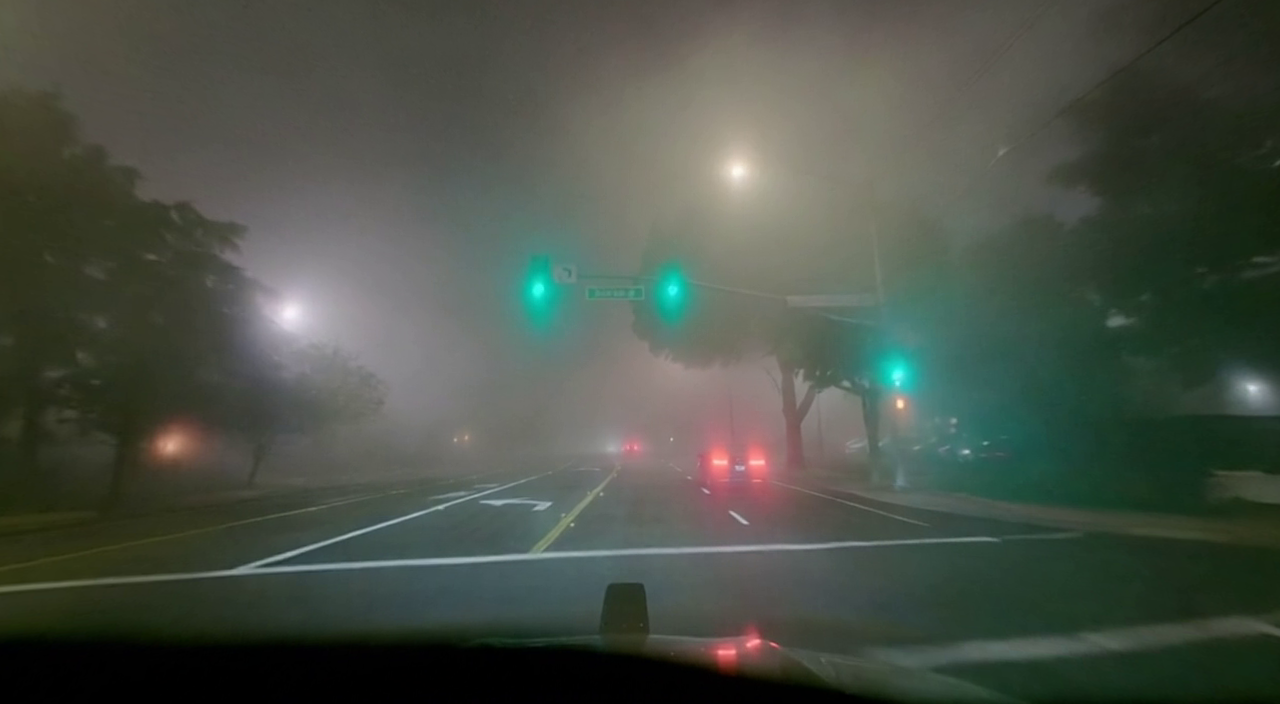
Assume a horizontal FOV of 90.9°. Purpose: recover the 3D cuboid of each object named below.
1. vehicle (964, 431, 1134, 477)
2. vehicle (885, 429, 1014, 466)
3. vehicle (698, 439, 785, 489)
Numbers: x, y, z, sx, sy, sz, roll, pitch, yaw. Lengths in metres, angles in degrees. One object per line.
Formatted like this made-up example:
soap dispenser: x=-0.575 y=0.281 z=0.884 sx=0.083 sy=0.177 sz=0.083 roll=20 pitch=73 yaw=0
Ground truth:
vehicle: x=14.279 y=3.589 z=22.269 sx=4.514 sy=1.546 sz=2.044 roll=-1 pitch=-8 yaw=4
vehicle: x=13.639 y=4.232 z=27.985 sx=4.689 sy=1.583 sz=1.947 roll=0 pitch=-8 yaw=-1
vehicle: x=3.202 y=3.630 z=20.857 sx=2.134 sy=1.476 sz=4.327 roll=0 pitch=-8 yaw=-1
